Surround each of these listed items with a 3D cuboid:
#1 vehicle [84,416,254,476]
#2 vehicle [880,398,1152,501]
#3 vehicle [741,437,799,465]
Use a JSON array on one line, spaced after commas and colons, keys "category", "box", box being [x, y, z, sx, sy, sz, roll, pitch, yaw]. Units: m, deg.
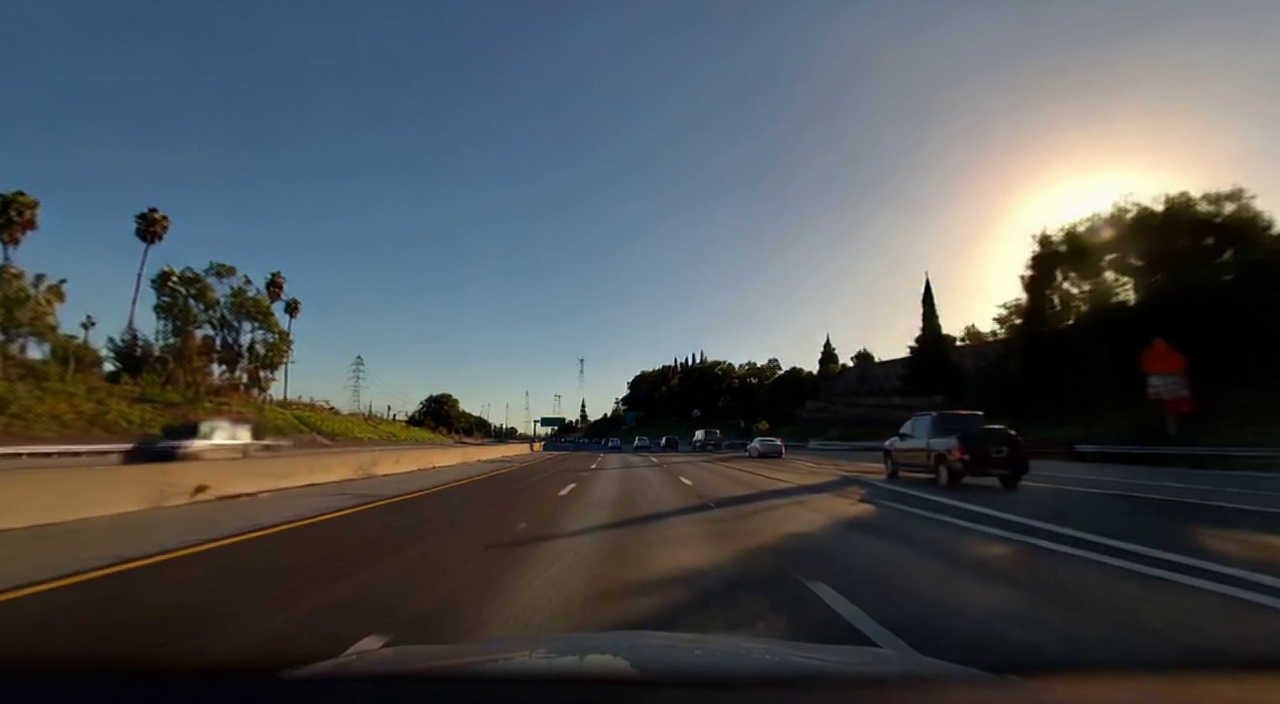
[{"category": "vehicle", "box": [-15.009, 3.038, 20.531, 2.019, 1.712, 4.612, 0, -8, -1]}, {"category": "vehicle", "box": [8.586, 2.375, 15.594, 2.622, 1.977, 6.537, 0, -8, -1]}, {"category": "vehicle", "box": [7.299, 5.612, 35.940, 2.110, 1.481, 4.511, 0, -8, -3]}]
